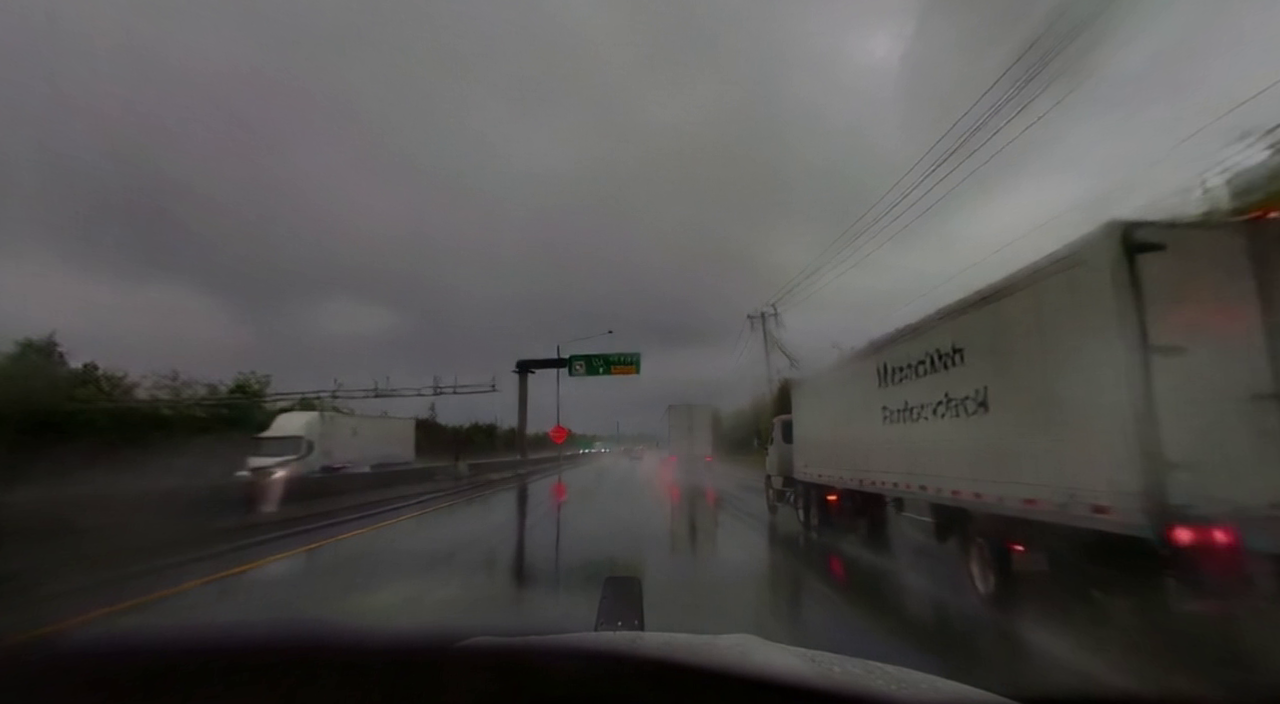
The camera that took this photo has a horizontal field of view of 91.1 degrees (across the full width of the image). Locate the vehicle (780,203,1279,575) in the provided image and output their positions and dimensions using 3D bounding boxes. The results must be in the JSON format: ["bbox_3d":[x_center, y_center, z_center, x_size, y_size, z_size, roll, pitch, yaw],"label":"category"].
[{"bbox_3d":[7.231,1.626,15.571,3.400,4.134,17.388,0,-9,0],"label":"vehicle"}]

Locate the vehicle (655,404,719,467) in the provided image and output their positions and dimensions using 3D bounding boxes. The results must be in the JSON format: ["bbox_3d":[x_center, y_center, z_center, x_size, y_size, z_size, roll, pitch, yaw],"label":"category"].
[{"bbox_3d":[3.235,6.682,49.157,3.202,4.046,17.146,0,-9,-1],"label":"vehicle"}]

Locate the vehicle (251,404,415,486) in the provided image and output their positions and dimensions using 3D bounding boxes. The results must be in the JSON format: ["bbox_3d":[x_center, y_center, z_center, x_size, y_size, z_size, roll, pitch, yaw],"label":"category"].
[{"bbox_3d":[-19.548,6.278,42.235,2.863,4.358,16.366,0,-9,0],"label":"vehicle"}]
